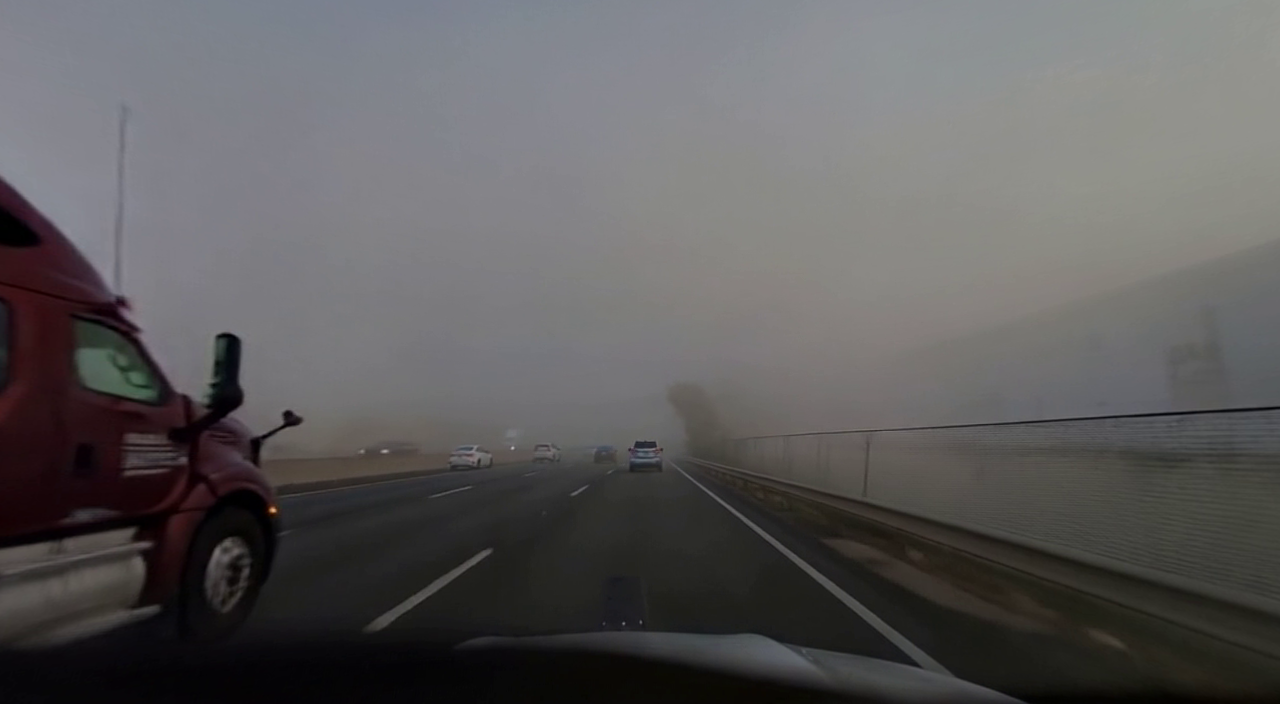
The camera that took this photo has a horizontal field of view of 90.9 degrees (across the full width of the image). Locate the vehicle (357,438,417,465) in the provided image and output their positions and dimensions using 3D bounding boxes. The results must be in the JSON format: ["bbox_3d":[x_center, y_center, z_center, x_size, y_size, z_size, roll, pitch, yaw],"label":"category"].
[{"bbox_3d":[-19.836,7.808,49.737,2.310,1.958,5.297,-1,-8,2],"label":"vehicle"}]

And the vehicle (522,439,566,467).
[{"bbox_3d":[-6.367,6.749,42.424,2.105,1.790,4.689,-1,-8,2],"label":"vehicle"}]

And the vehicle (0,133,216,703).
[{"bbox_3d":[-3.541,0.181,0.221,2.693,2.348,5.694,0,-8,1],"label":"vehicle"}]

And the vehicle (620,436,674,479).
[{"bbox_3d":[0.307,4.491,27.224,2.136,1.678,4.052,0,-8,1],"label":"vehicle"}]

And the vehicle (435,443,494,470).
[{"bbox_3d":[-10.345,6.167,37.523,1.910,1.501,5.004,-1,-8,2],"label":"vehicle"}]

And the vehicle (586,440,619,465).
[{"bbox_3d":[-2.850,7.802,49.367,2.108,1.832,4.549,-1,-8,3],"label":"vehicle"}]

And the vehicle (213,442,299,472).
[{"bbox_3d":[-23.905,6.525,39.546,2.266,1.757,4.822,0,-8,1],"label":"vehicle"}]
